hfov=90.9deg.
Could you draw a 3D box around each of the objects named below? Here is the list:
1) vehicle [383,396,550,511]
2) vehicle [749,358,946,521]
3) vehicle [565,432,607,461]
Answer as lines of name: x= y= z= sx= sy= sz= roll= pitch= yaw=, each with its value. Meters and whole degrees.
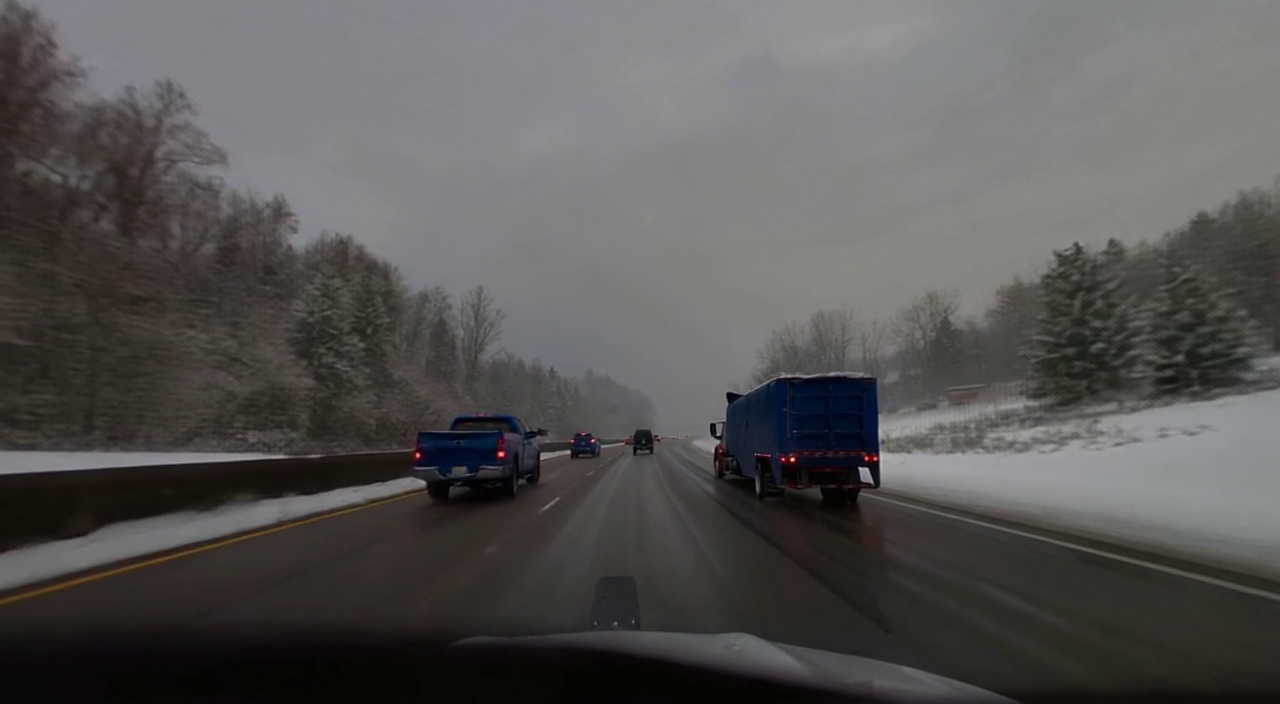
vehicle: x=-3.355 y=2.080 z=13.362 sx=2.204 sy=1.991 sz=4.720 roll=0 pitch=-8 yaw=-1
vehicle: x=3.630 y=1.647 z=12.041 sx=2.256 sy=2.568 sz=4.049 roll=0 pitch=-8 yaw=-1
vehicle: x=-3.048 y=5.423 z=36.413 sx=2.008 sy=1.588 sz=4.147 roll=0 pitch=-8 yaw=1
